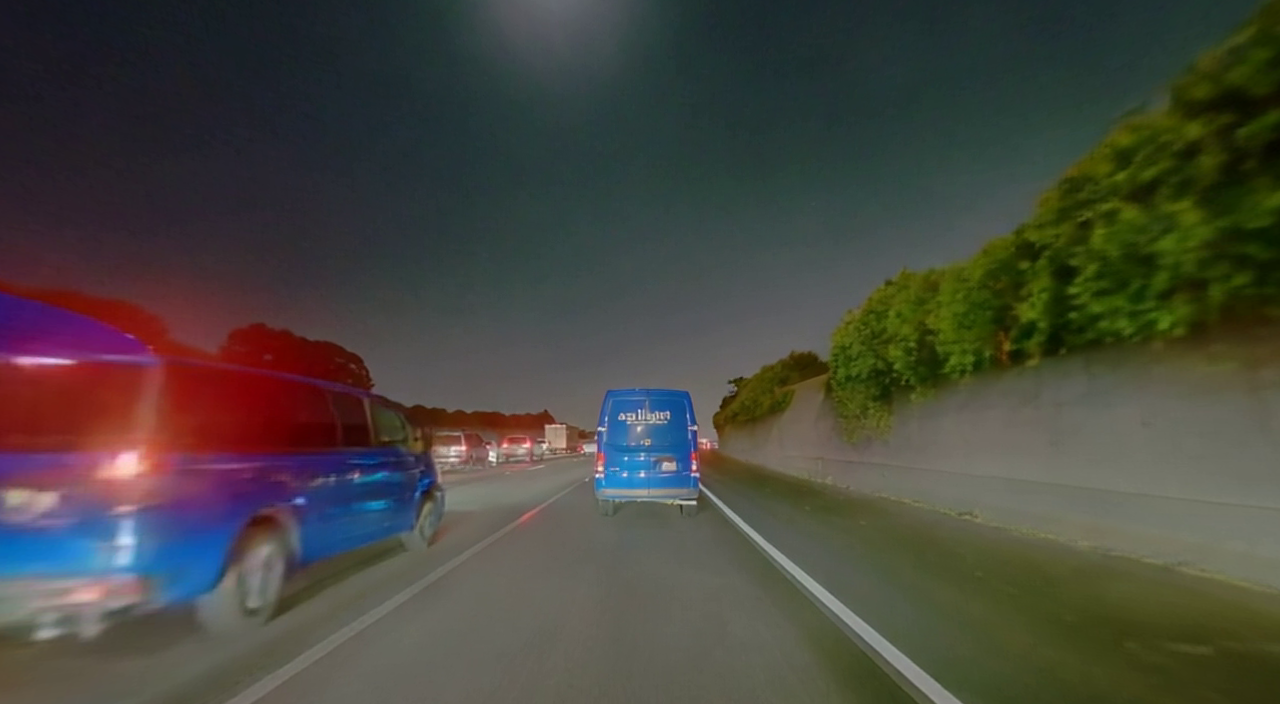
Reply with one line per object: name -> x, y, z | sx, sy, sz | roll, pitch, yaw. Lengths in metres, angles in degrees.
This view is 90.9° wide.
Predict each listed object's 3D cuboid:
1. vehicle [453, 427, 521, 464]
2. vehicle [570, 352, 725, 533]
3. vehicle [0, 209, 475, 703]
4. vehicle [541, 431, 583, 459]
vehicle -> -9.723, 6.036, 40.763 | 2.566, 2.158, 5.957 | -1, -8, 3
vehicle -> 0.114, 1.819, 12.793 | 2.316, 2.738, 6.398 | 0, -8, 0
vehicle -> -3.670, 0.981, 5.293 | 2.597, 2.163, 6.860 | 0, -8, 1
vehicle -> -5.963, 7.222, 48.809 | 2.302, 2.007, 5.490 | 0, -8, 3
